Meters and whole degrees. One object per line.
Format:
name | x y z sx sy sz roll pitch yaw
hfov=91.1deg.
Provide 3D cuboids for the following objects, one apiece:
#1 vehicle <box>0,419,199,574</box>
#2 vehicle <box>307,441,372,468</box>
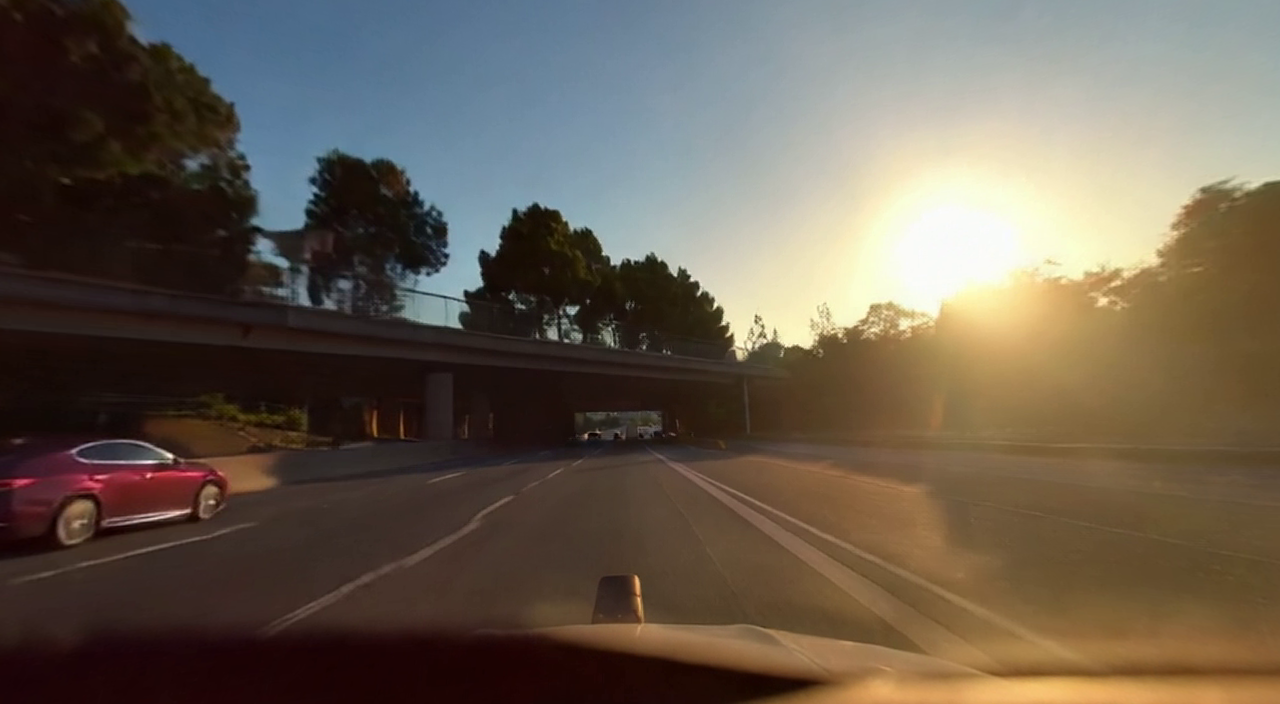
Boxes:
vehicle | -7.415 1.502 6.755 2.118 1.524 4.422 0 -8 0
vehicle | -17.219 5.897 36.287 1.776 1.421 4.169 0 -8 -1
